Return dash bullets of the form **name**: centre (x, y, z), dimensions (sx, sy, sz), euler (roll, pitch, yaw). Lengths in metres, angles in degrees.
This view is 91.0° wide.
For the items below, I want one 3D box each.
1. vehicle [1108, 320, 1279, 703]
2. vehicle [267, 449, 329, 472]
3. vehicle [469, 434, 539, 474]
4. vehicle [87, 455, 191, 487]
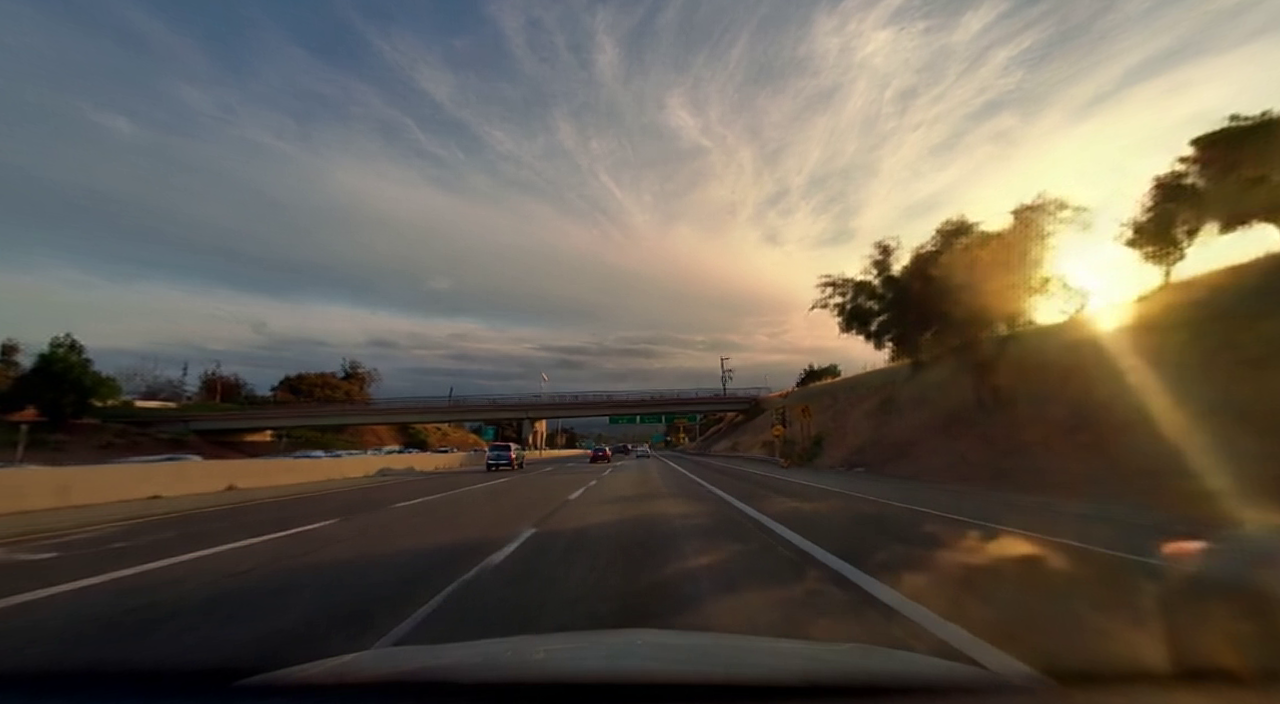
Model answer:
- **vehicle**: centre (3.666, 0.552, 1.390), dimensions (1.990, 1.735, 4.276), euler (0, -9, 1)
- **vehicle**: centre (-26.218, 8.308, 48.530), dimensions (1.985, 1.697, 4.891), euler (0, -9, 1)
- **vehicle**: centre (-7.176, 5.466, 33.916), dimensions (2.341, 1.959, 5.684), euler (0, -9, 1)
- **vehicle**: centre (-26.441, 6.266, 33.471), dimensions (1.864, 1.502, 4.402), euler (0, -9, 0)
